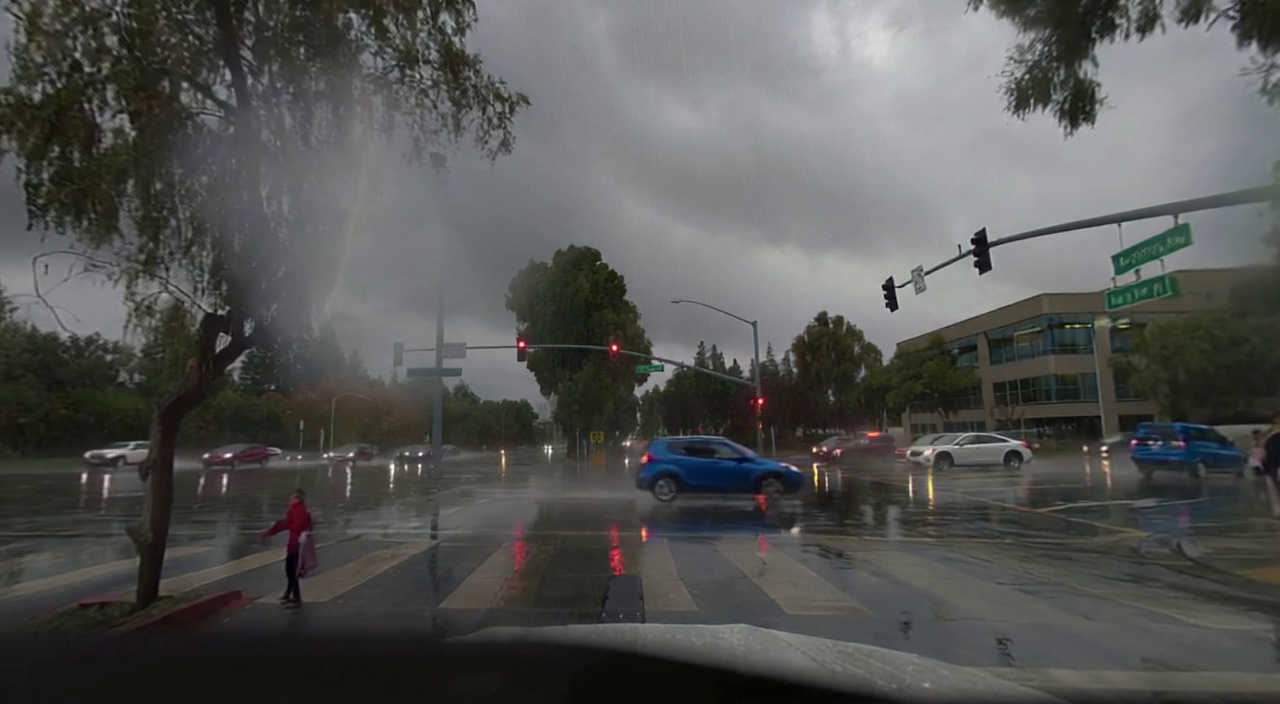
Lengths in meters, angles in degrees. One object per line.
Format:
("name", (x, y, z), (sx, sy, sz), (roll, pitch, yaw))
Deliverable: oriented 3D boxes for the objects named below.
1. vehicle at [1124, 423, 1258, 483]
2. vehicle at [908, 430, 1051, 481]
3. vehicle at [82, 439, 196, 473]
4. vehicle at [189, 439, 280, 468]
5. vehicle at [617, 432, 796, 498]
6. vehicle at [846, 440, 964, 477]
("vehicle", (18.663, 3.383, 21.351), (4.509, 1.821, 2.066), (5, -10, -33))
("vehicle", (12.911, 3.917, 24.066), (4.742, 1.762, 2.180), (3, -9, -22))
("vehicle", (-31.195, 6.463, 39.693), (2.456, 1.961, 5.978), (0, -8, -3))
("vehicle", (-27.828, 6.970, 43.660), (2.388, 1.858, 6.056), (0, -8, -2))
("vehicle", (1.715, 2.896, 16.400), (4.312, 1.540, 2.007), (-1, -8, 8))
("vehicle", (11.507, 4.612, 27.551), (4.317, 1.491, 1.896), (2, -9, -11))
